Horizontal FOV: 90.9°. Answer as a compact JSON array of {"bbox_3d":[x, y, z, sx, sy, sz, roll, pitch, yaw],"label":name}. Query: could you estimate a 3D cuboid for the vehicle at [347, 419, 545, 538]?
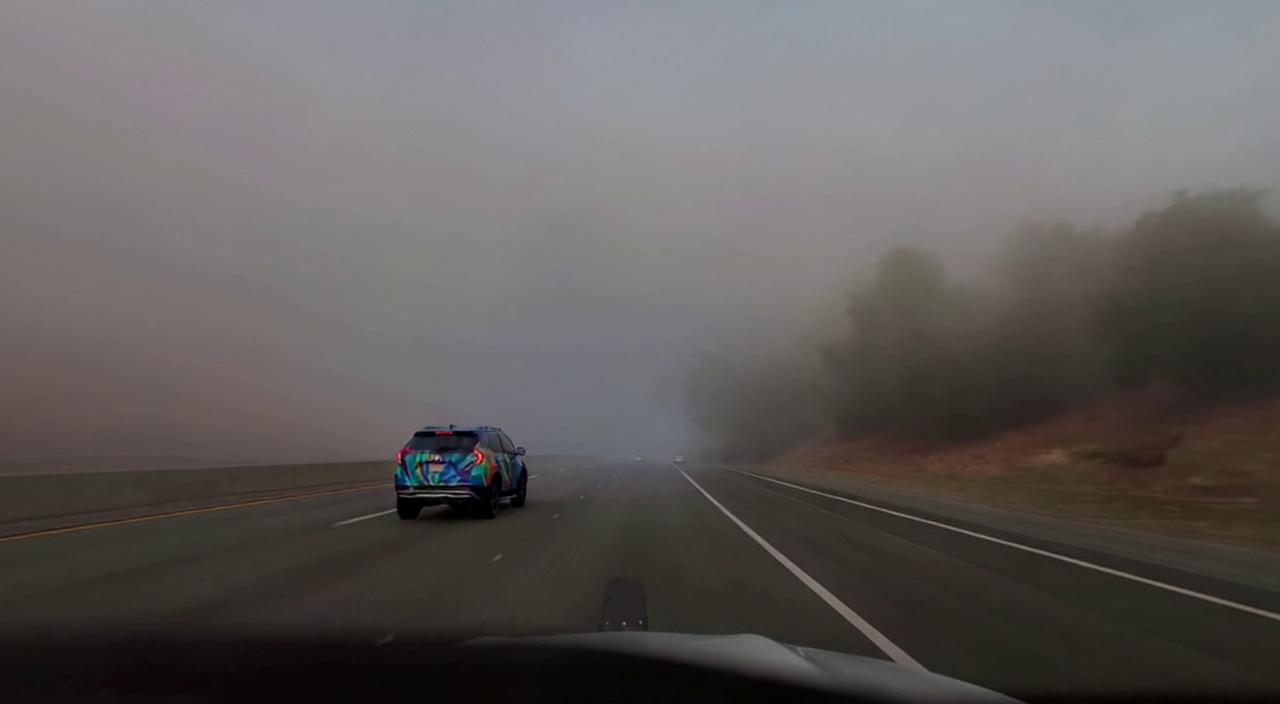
[{"bbox_3d":[-3.349,2.293,12.104,2.183,1.803,4.685,0,-8,2],"label":"vehicle"}]
